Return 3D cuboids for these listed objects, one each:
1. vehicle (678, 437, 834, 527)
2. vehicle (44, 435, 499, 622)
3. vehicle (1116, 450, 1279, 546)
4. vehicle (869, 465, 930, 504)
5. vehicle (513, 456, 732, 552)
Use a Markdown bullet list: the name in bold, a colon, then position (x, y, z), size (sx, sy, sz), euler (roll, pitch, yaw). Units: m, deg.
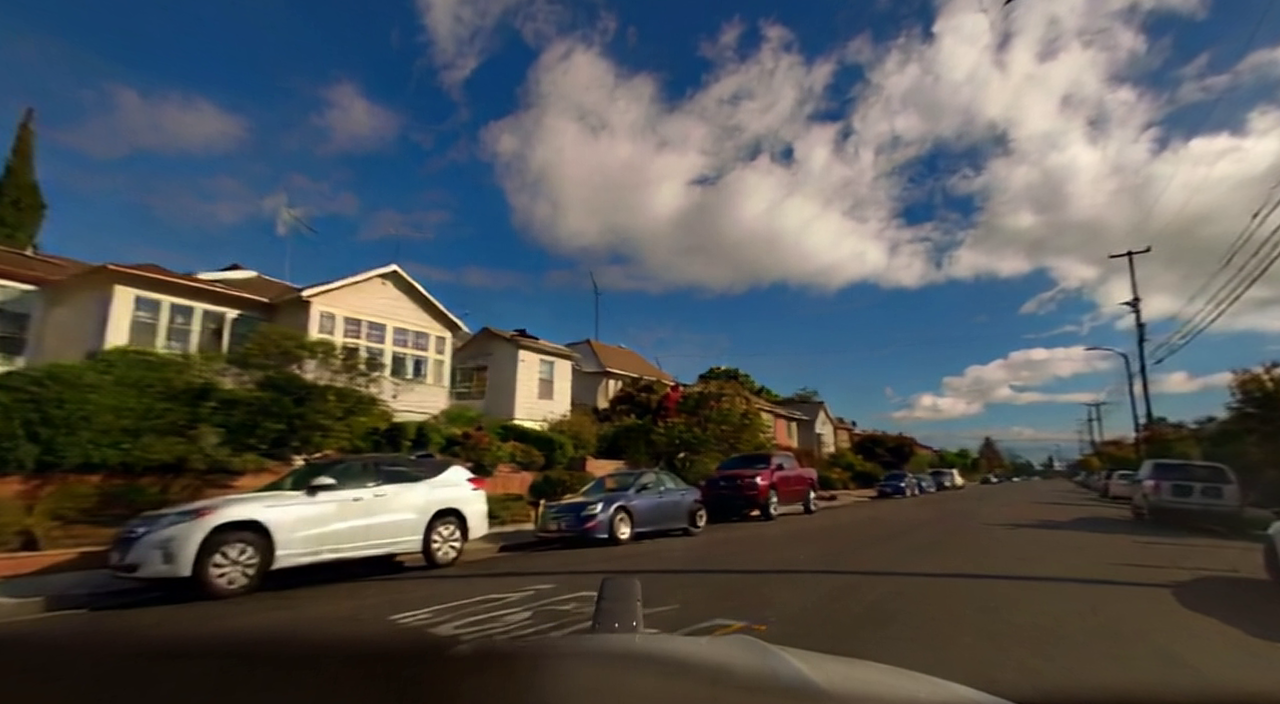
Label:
- **vehicle**: position (3.226, 3.442, 16.850), size (2.194, 1.995, 4.814), euler (-9, -14, 34)
- **vehicle**: position (-3.671, 1.798, 7.060), size (1.754, 1.437, 3.885), euler (-7, -14, 33)
- **vehicle**: position (15.027, 3.742, 17.158), size (2.547, 2.075, 5.693), euler (-5, -10, 30)
- **vehicle**: position (13.303, 6.688, 32.215), size (1.971, 1.648, 4.638), euler (-5, -10, 32)
- **vehicle**: position (-0.111, 2.772, 11.951), size (1.823, 1.427, 4.407), euler (-8, -14, 34)
